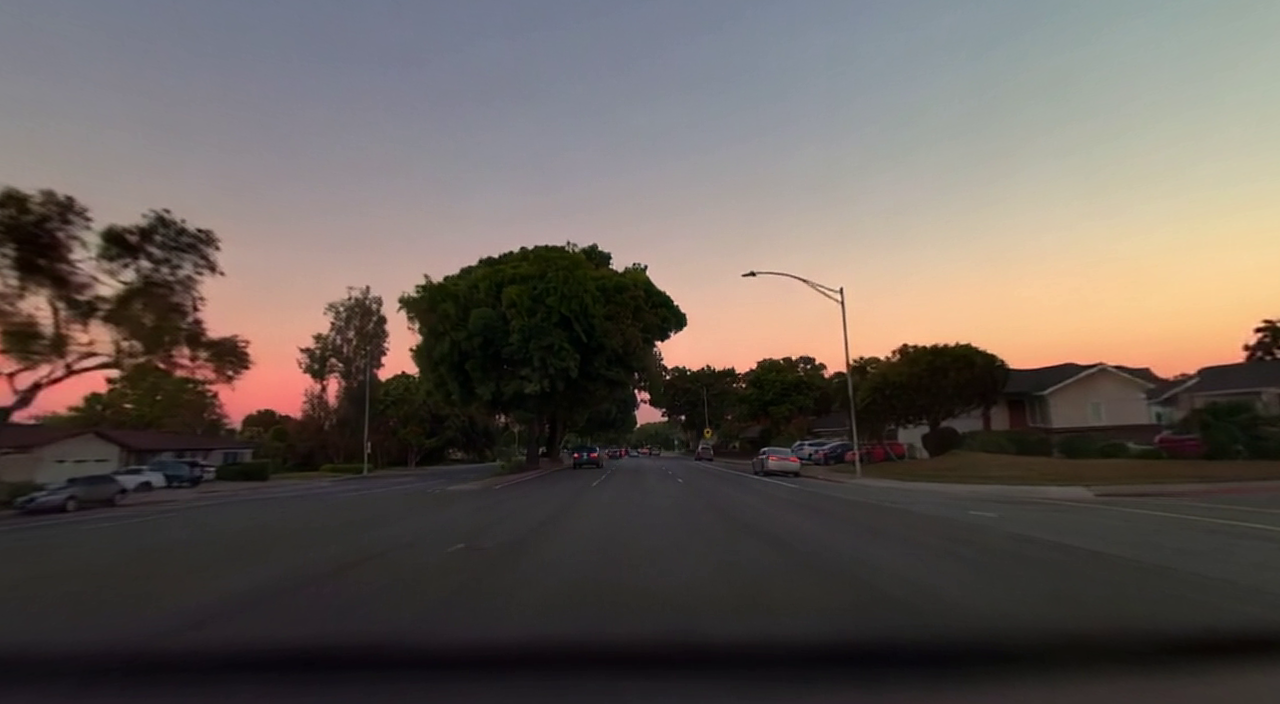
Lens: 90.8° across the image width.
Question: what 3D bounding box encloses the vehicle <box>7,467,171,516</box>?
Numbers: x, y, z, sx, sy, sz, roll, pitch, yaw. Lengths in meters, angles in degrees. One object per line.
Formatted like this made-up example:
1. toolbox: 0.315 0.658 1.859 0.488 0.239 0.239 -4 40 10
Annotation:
1. vehicle: -21.225 5.362 24.709 2.003 1.555 4.921 -1 -9 0

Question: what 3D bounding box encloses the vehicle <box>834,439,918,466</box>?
1. vehicle: 15.514 6.619 41.701 4.748 1.608 1.929 -2 -9 1

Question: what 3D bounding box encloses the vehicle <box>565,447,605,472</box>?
1. vehicle: -3.531 7.031 41.596 2.263 1.548 4.555 0 -8 -1

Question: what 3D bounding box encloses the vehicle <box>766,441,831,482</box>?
1. vehicle: 7.741 5.426 31.287 2.006 1.758 4.311 4 -10 0
